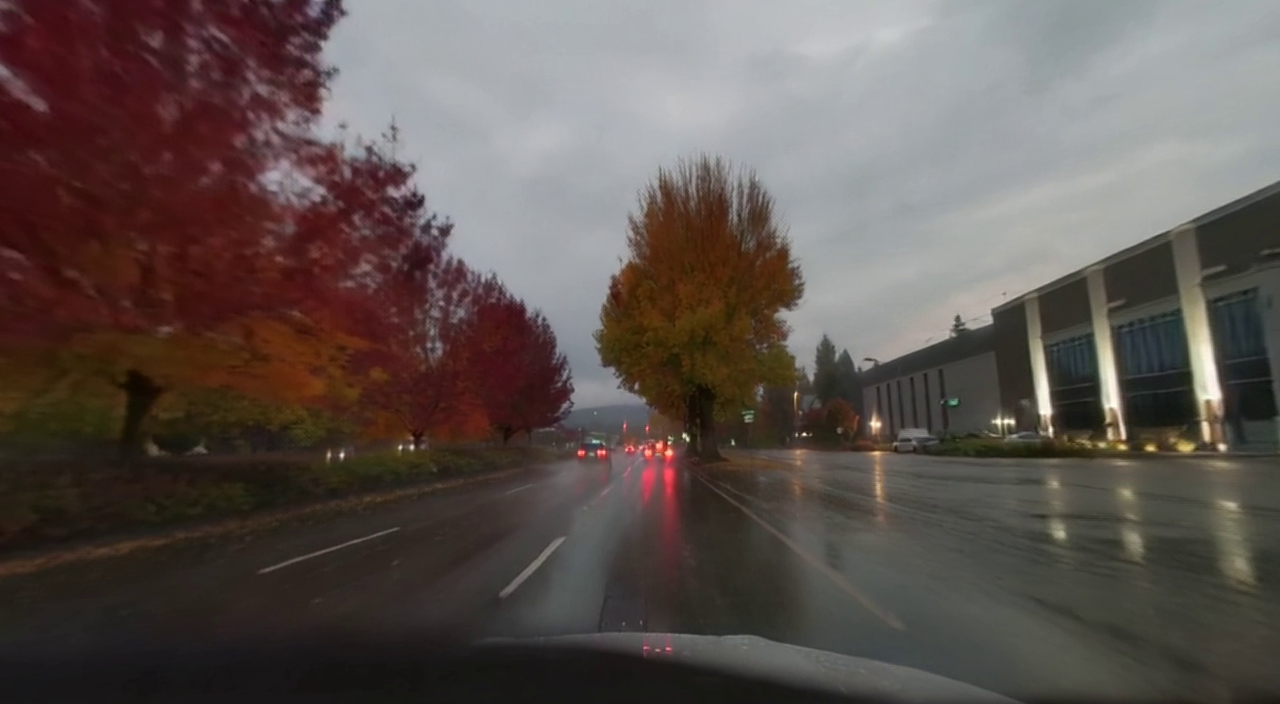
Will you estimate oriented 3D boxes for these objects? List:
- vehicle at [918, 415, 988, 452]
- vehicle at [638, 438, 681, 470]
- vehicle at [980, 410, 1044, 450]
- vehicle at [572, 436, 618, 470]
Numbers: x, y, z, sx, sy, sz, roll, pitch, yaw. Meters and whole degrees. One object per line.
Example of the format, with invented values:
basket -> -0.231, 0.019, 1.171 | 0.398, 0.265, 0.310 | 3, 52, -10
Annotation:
vehicle -> 23.569, 6.207, 47.577 | 4.440, 2.545, 2.105 | -6, -10, 24
vehicle -> 0.945, 5.111, 31.726 | 2.040, 1.493, 3.682 | 0, -8, 1
vehicle -> 23.709, 4.986, 40.164 | 2.673, 2.486, 2.062 | 0, -8, 0
vehicle -> -2.405, 5.516, 34.591 | 2.197, 1.709, 4.069 | 0, -8, 1
